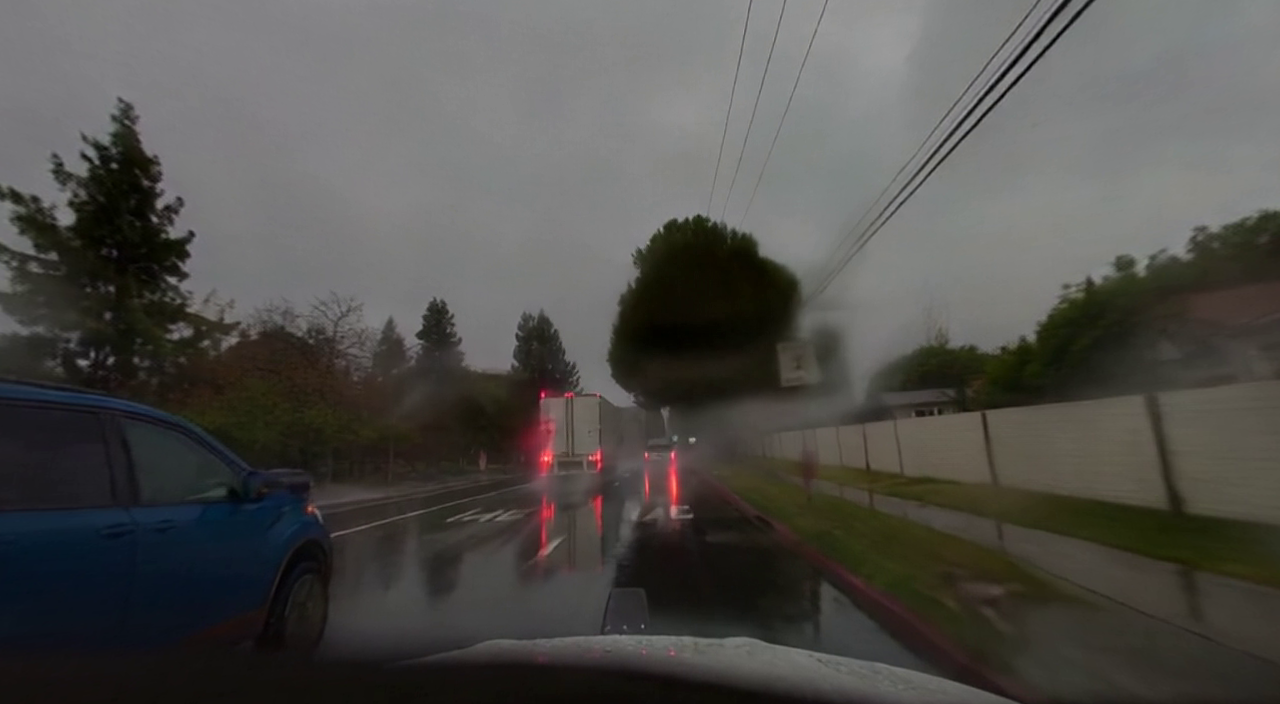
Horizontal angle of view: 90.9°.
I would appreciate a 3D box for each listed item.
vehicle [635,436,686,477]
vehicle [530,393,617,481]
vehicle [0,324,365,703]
[{"bbox_3d":[0.904,4.803,29.132,2.174,1.749,4.113,0,-9,1],"label":"vehicle"},{"bbox_3d":[-2.935,4.201,30.741,2.928,3.658,8.980,-1,-9,2],"label":"vehicle"},{"bbox_3d":[-3.264,0.900,2.639,2.093,1.832,4.508,0,-9,1],"label":"vehicle"}]
